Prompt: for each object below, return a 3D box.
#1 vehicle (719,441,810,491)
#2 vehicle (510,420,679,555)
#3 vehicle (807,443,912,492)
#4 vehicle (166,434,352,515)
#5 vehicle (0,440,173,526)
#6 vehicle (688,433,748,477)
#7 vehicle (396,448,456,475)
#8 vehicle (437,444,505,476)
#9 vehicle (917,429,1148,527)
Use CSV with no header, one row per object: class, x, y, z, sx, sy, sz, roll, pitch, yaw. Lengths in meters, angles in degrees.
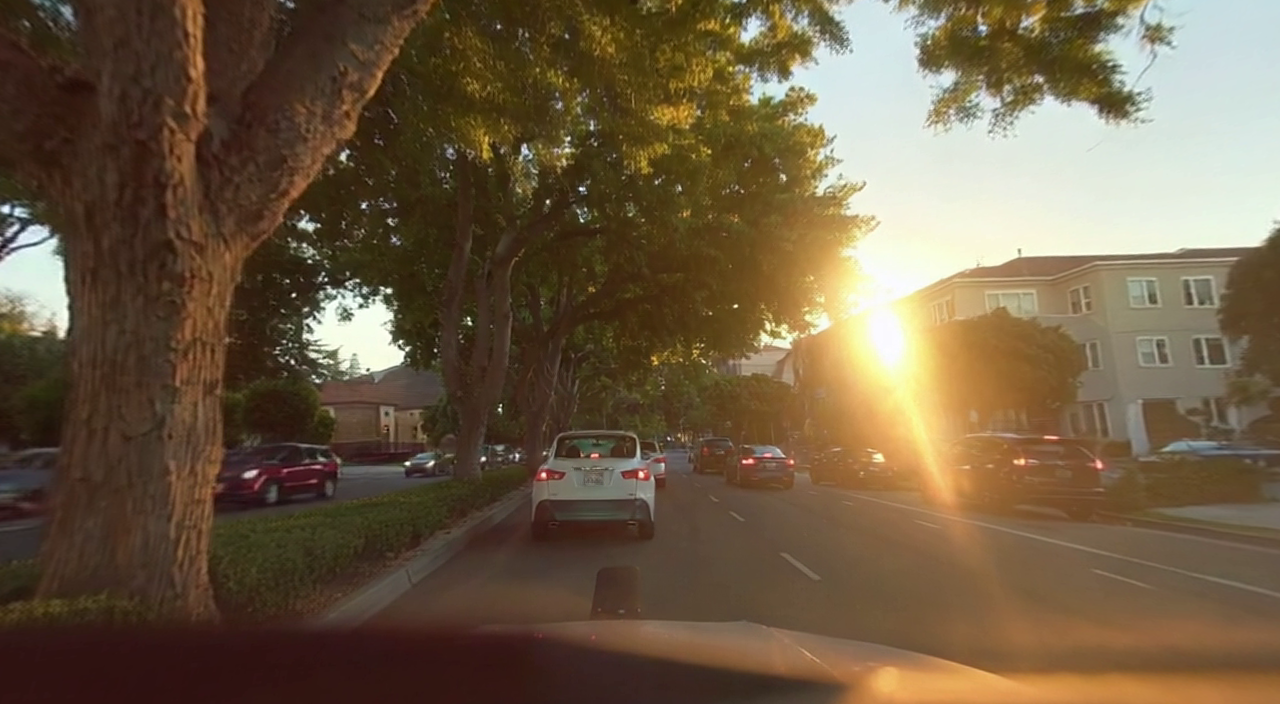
vehicle,3.981,3.723,21.048,2.175,1.477,4.520,0,-8,1
vehicle,-0.694,1.968,9.837,2.106,1.655,3.717,1,-8,-4
vehicle,7.229,3.830,21.362,1.977,1.485,4.308,0,-8,0
vehicle,-8.901,2.857,15.252,1.920,1.663,4.036,0,-8,0
vehicle,-13.769,2.949,14.815,1.947,1.703,4.525,-1,-8,3
vehicle,3.488,4.695,29.103,2.114,1.846,4.659,0,-8,-1
vehicle,-11.912,6.110,35.475,1.866,1.404,4.507,0,-8,-1
vehicle,-8.254,5.313,31.337,2.039,1.466,4.553,0,-8,1
vehicle,7.844,2.529,13.287,2.168,1.709,4.289,0,-8,2
